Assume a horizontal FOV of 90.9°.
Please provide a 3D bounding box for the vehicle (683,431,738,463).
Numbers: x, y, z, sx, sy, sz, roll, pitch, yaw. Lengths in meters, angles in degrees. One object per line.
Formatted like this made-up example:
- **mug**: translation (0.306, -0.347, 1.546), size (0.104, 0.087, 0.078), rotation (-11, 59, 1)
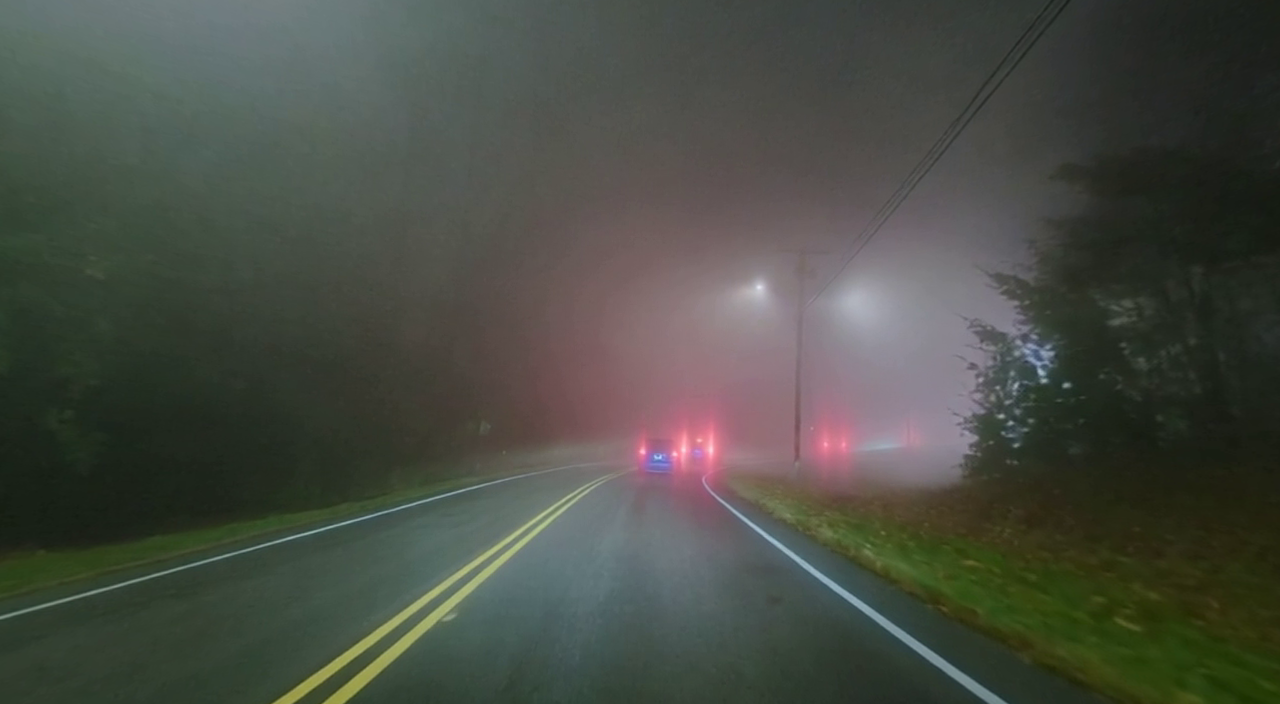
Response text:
- **vehicle**: translation (5.094, 6.731, 44.705), size (2.376, 2.145, 5.953), rotation (-3, -9, 22)

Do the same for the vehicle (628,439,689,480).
- **vehicle**: translation (0.848, 4.447, 26.393), size (2.157, 1.565, 4.243), rotation (-1, -8, 7)
